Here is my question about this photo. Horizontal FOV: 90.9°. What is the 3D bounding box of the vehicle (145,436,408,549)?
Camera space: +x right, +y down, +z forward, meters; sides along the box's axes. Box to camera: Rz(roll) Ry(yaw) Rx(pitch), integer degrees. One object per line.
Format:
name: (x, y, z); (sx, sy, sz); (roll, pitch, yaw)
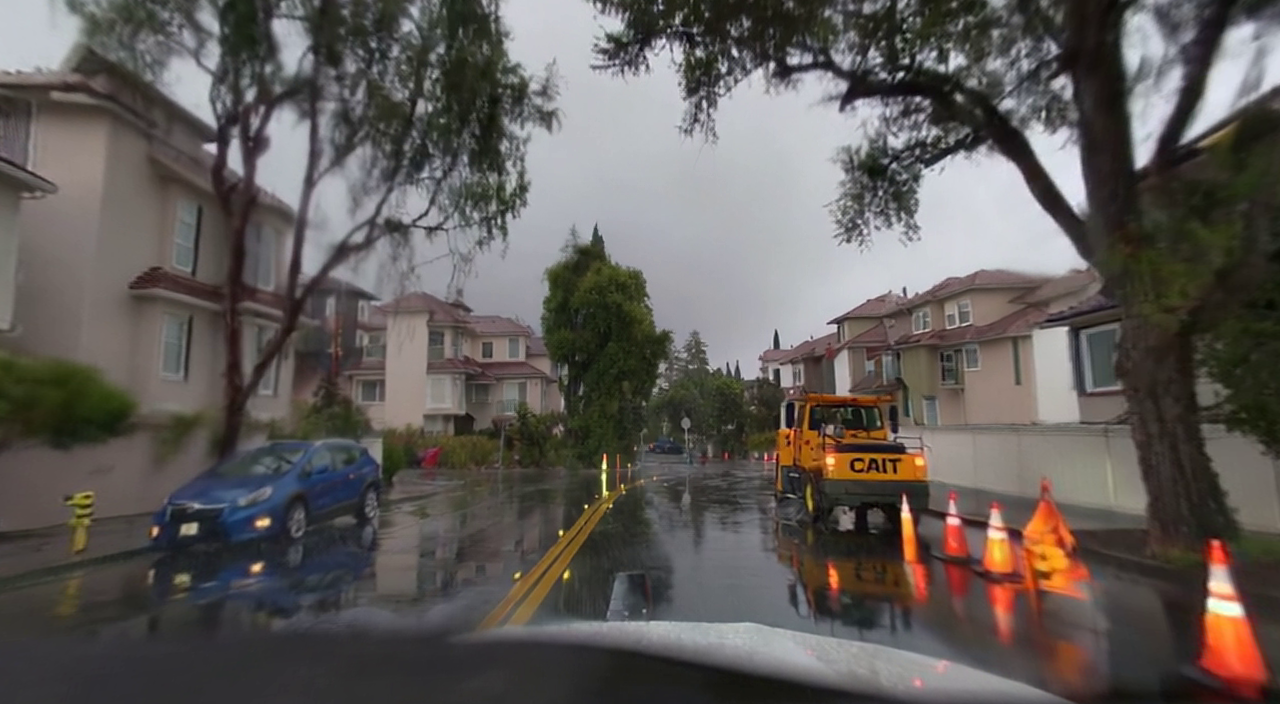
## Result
vehicle: (-6.621, 2.537, 12.367); (2.220, 1.765, 4.799); (0, -8, 1)

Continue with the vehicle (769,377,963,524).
vehicle: (4.444, 2.024, 13.172); (2.501, 2.613, 3.505); (0, -9, -3)

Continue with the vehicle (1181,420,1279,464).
vehicle: (24.443, 3.486, 24.671); (4.540, 1.558, 1.980); (-2, -8, 1)
